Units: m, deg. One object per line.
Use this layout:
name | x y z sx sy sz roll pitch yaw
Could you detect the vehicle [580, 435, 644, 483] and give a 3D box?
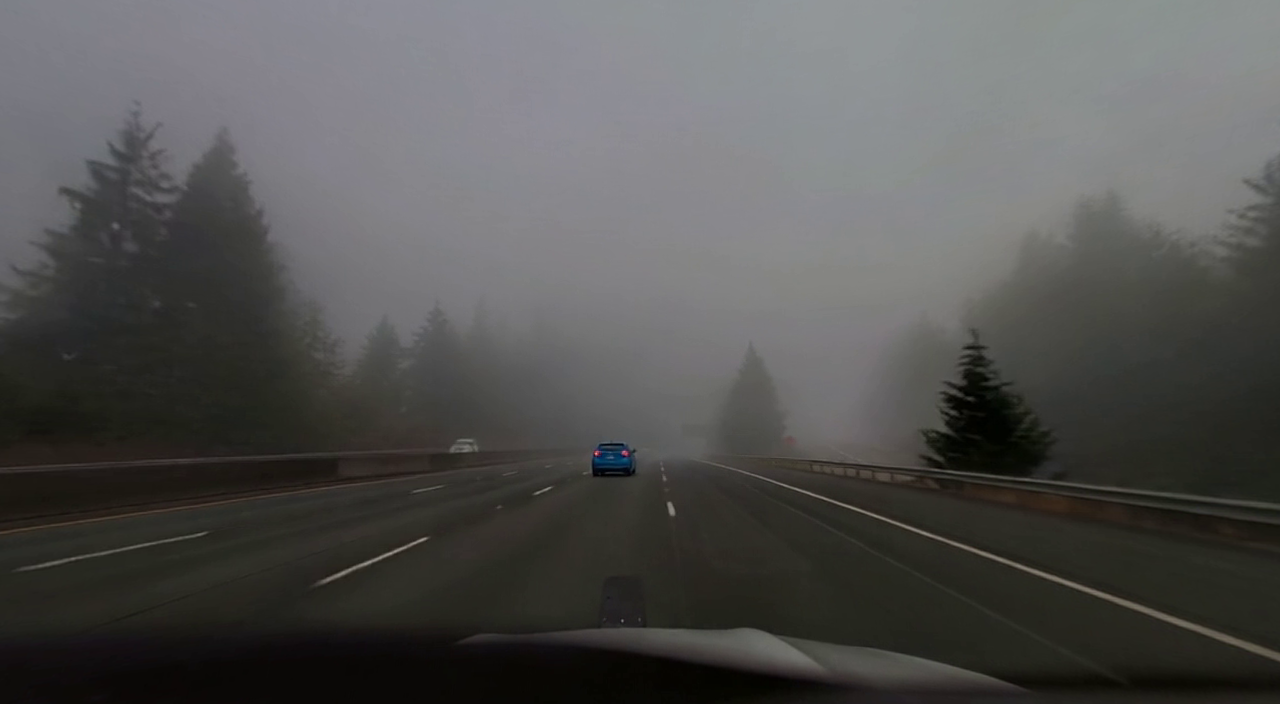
vehicle | -0.984 4.133 24.515 2.133 1.686 4.203 0 -8 2
